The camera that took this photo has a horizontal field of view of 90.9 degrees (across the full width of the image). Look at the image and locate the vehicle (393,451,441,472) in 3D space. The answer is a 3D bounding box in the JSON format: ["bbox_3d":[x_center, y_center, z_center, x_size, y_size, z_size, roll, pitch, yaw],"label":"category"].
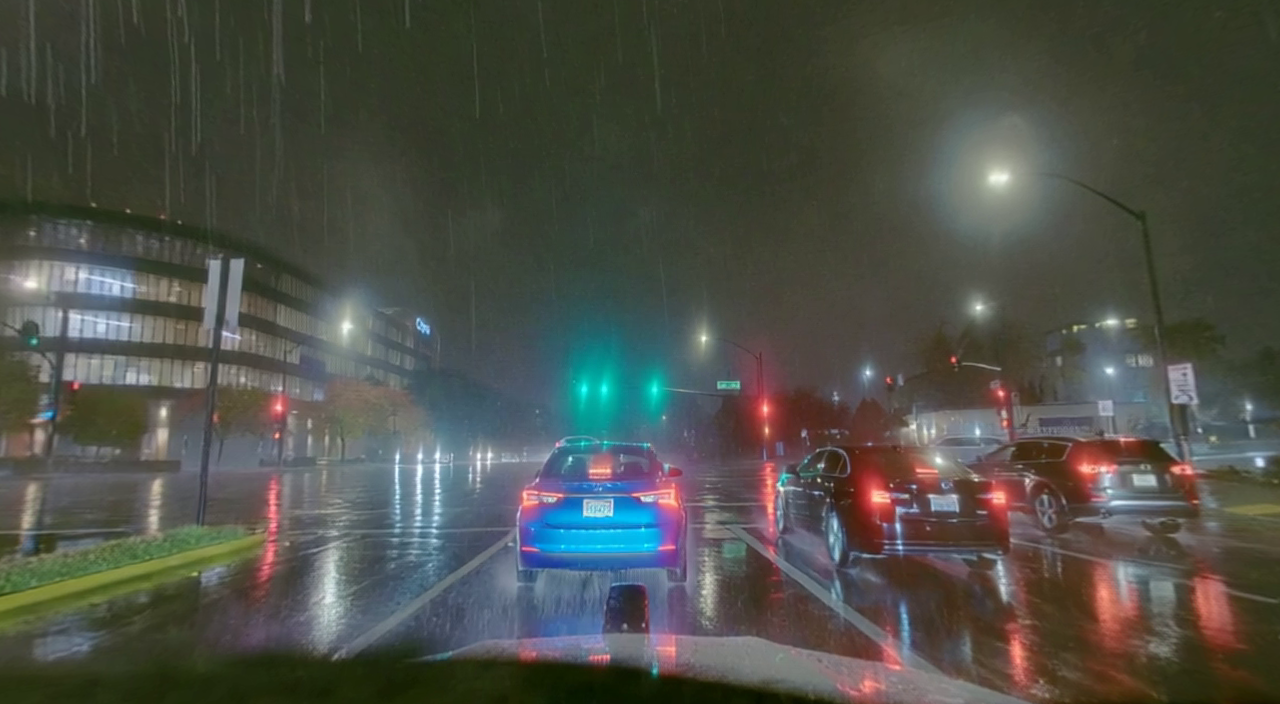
[{"bbox_3d":[-17.141,8.394,48.681,2.048,1.463,4.530,0,-8,-1],"label":"vehicle"}]

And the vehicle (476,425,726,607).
[{"bbox_3d":[-0.369,1.653,7.288,2.059,1.477,3.988,0,-8,-1],"label":"vehicle"}]

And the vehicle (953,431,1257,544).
[{"bbox_3d":[7.444,2.165,10.787,1.908,1.517,4.182,0,-8,-1],"label":"vehicle"}]

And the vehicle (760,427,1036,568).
[{"bbox_3d":[3.214,1.888,8.970,2.042,1.508,4.109,0,-8,-2],"label":"vehicle"}]
